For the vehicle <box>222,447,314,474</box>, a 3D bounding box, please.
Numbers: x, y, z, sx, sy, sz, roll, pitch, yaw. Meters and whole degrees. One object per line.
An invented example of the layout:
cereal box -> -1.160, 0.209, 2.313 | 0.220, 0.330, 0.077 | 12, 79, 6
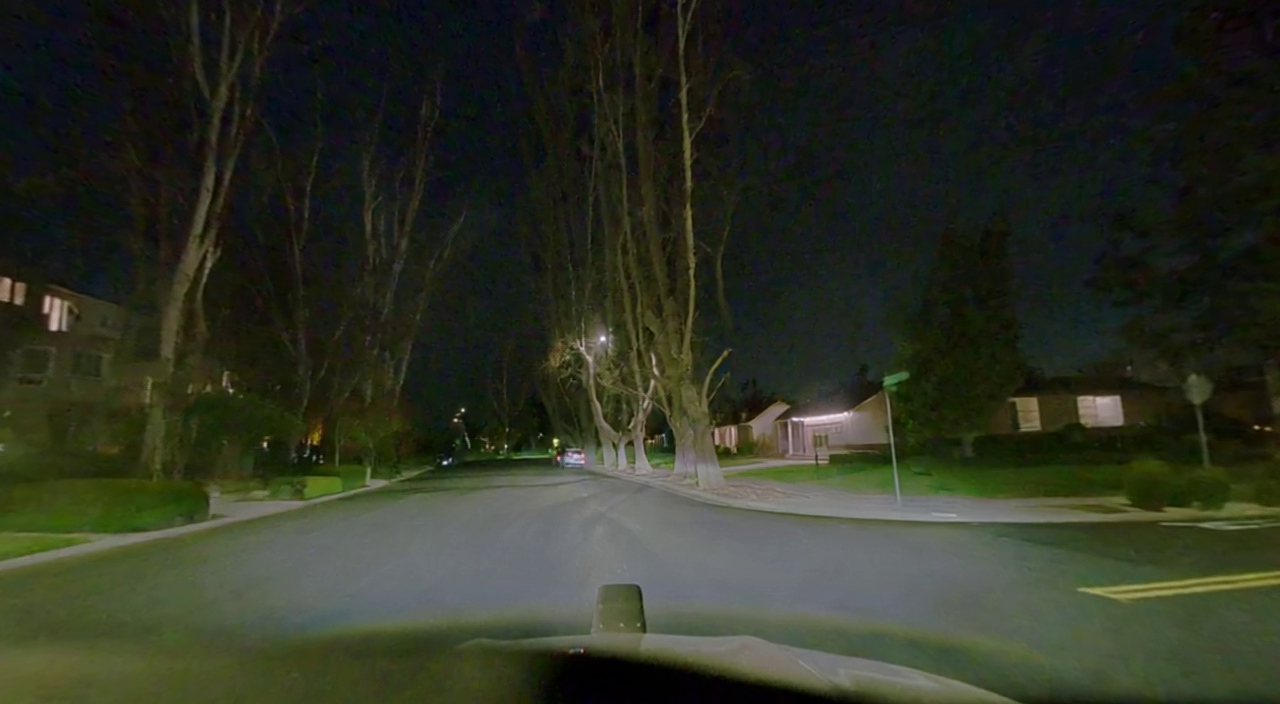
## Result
vehicle -> -22.486, 6.574, 38.073 | 4.344, 1.483, 1.928 | 0, -8, -6

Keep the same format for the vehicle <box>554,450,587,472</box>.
vehicle -> -5.187, 7.964, 46.170 | 2.088, 1.429, 4.796 | 1, -9, -10
